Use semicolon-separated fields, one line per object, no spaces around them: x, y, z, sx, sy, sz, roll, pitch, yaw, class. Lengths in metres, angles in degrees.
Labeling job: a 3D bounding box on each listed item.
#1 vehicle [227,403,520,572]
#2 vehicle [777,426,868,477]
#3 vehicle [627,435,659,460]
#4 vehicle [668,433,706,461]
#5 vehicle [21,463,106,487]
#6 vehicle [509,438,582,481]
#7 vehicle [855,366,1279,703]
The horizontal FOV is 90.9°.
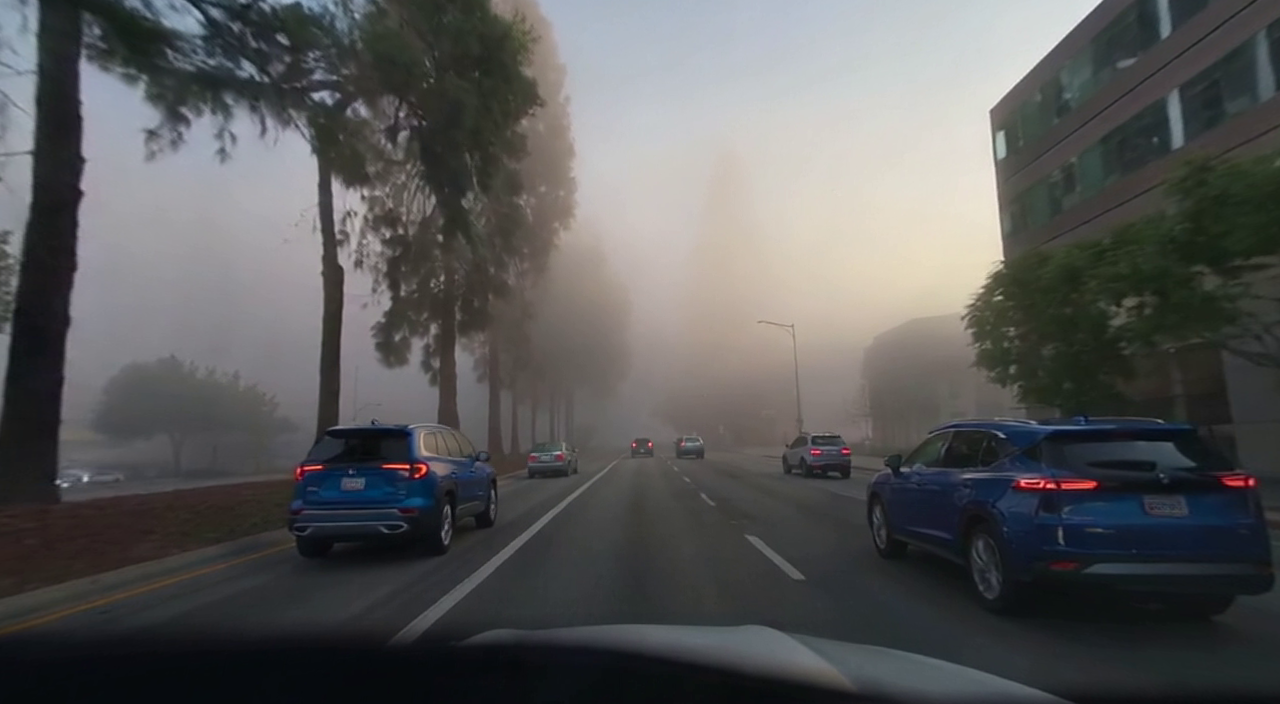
-3.177;1.733;8.768;2.141;1.719;4.379;0;-9;0;vehicle
6.922;3.843;24.475;2.076;1.793;4.464;0;-9;-1;vehicle
0.187;7.278;47.956;2.304;1.795;4.526;0;-9;-1;vehicle
3.190;6.596;43.582;2.178;1.804;4.766;0;-9;-1;vehicle
-45.423;9.669;49.802;1.983;1.679;4.833;-1;-9;4;vehicle
-3.427;3.991;23.648;2.036;1.465;4.301;0;-9;1;vehicle
3.612;1.235;5.408;2.088;1.666;4.512;-1;-9;3;vehicle
